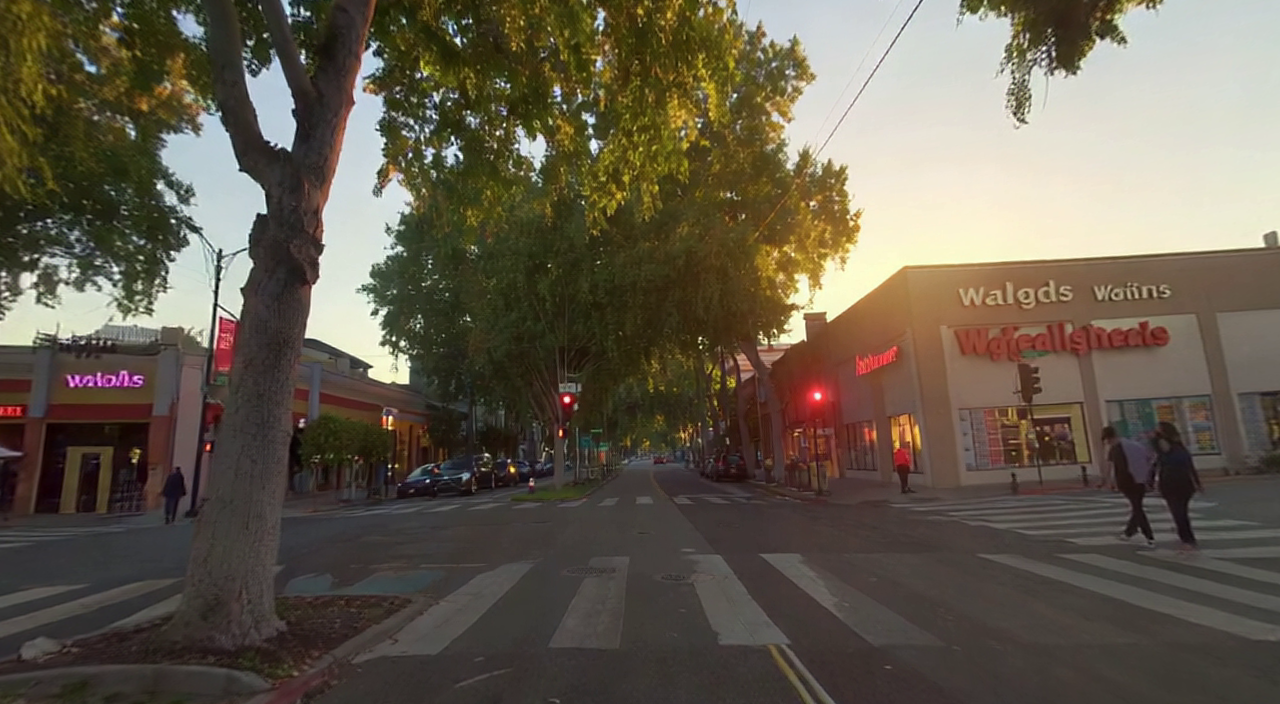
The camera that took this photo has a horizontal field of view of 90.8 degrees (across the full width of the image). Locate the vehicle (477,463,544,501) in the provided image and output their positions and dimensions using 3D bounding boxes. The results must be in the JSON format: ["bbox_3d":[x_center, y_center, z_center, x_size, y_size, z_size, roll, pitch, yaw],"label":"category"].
[{"bbox_3d":[-5.755,5.830,28.629,1.983,1.438,4.559,0,-8,1],"label":"vehicle"}]

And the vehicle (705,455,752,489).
[{"bbox_3d":[5.201,7.104,37.715,2.010,1.844,4.386,0,-8,-2],"label":"vehicle"}]

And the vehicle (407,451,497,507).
[{"bbox_3d":[-8.802,5.944,30.304,2.489,2.323,5.843,0,-8,1],"label":"vehicle"}]
